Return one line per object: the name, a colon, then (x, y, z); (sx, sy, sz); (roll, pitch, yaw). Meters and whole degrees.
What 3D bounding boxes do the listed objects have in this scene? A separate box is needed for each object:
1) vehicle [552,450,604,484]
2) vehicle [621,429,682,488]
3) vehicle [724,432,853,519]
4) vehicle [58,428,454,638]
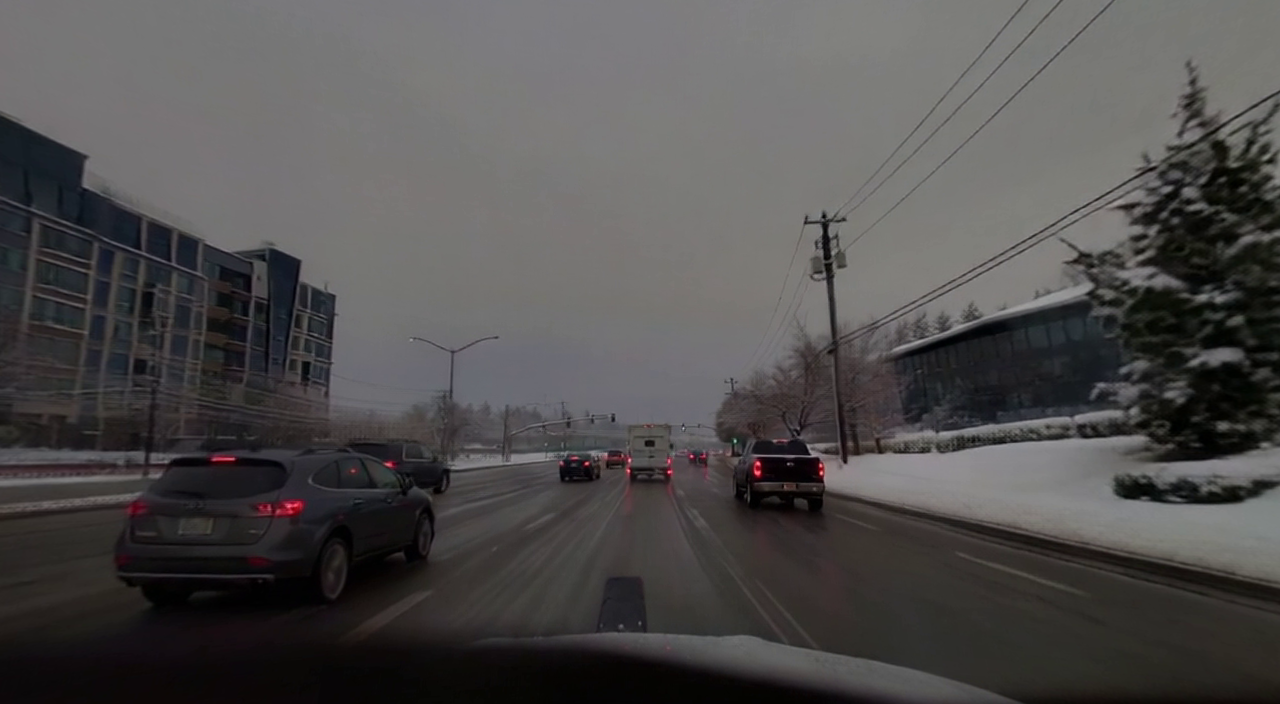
vehicle: (-3.059, 5.769, 31.873); (1.984, 1.567, 4.311); (0, -9, 3)
vehicle: (0.650, 4.840, 28.961); (2.457, 2.440, 5.486); (-1, -9, 4)
vehicle: (3.602, 3.074, 16.214); (2.283, 1.923, 4.427); (0, -9, 1)
vehicle: (-3.616, 1.717, 6.913); (1.934, 1.643, 3.718); (0, -9, 1)
